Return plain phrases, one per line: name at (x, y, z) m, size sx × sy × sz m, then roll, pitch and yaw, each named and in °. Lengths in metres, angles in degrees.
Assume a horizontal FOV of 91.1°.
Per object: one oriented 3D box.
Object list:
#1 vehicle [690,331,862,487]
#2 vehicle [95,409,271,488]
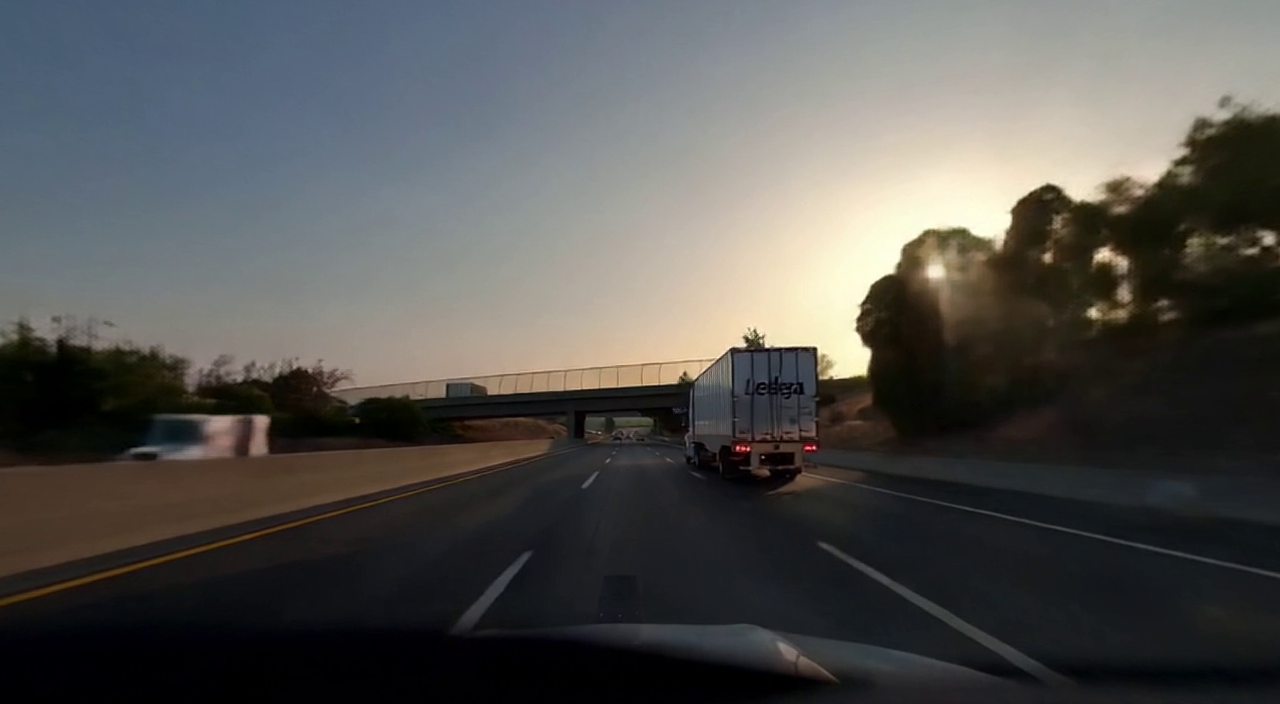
vehicle at (4.040, 2.400, 23.200) m, size 2.920 × 4.029 × 13.900 m, roll 0°, pitch -8°, yaw -1°
vehicle at (-17.005, 3.619, 23.963) m, size 2.269 × 2.622 × 5.867 m, roll 0°, pitch -8°, yaw -1°
